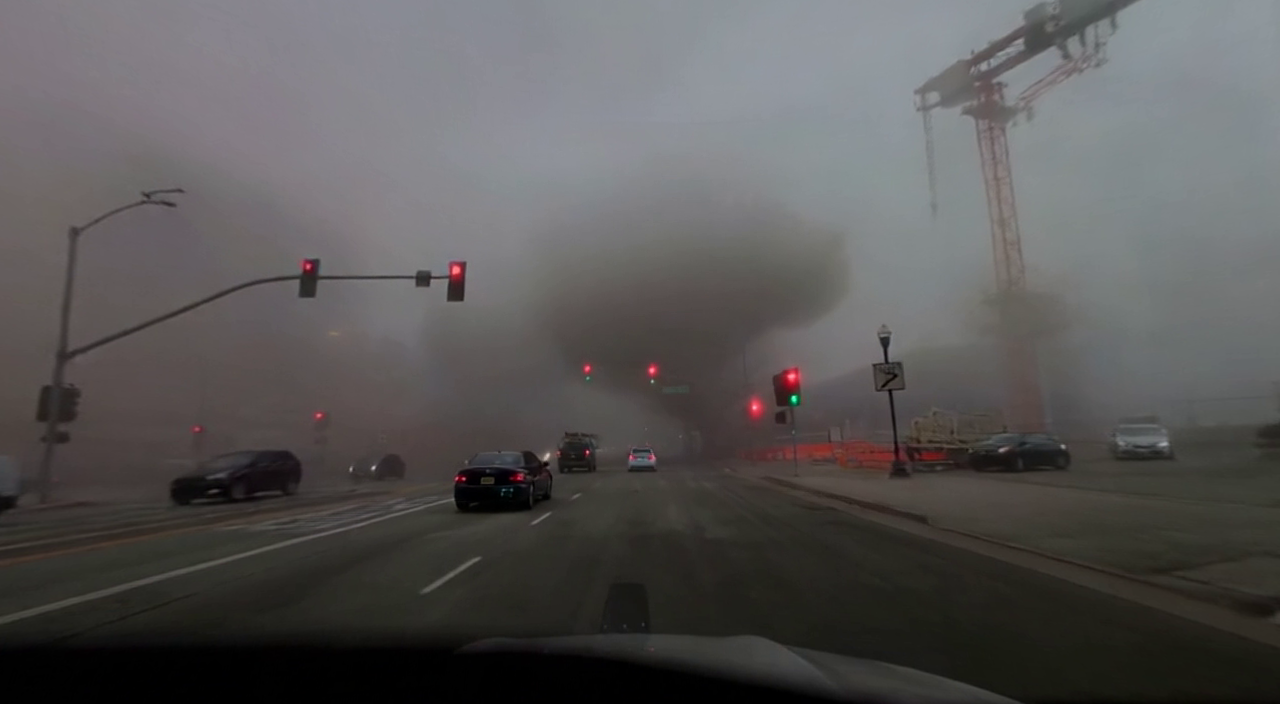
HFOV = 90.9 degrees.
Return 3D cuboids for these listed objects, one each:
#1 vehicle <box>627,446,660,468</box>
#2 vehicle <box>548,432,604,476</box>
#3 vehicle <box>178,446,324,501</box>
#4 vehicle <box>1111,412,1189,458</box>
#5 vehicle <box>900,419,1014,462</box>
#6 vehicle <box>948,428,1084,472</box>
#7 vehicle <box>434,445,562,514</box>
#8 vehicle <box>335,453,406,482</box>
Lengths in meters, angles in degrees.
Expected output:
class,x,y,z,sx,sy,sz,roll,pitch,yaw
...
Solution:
class,x,y,z,sx,sy,sz,roll,pitch,yaw
vehicle,0.269,7.282,44.011,2.171,1.422,4.146,0,-9,1
vehicle,-3.129,5.134,31.999,2.240,2.054,4.662,0,-9,2
vehicle,-11.818,3.668,19.500,1.898,1.498,3.913,0,-9,2
vehicle,23.626,3.883,29.117,2.304,1.936,5.023,-8,-12,42
vehicle,12.143,3.411,24.219,3.500,1.563,1.871,2,-9,-19
vehicle,13.399,3.454,22.504,4.061,1.465,1.803,2,-8,-17
vehicle,-3.233,2.989,15.393,1.959,1.406,4.527,0,-9,2
vehicle,-14.890,6.372,35.067,1.879,1.450,4.279,-1,-9,3
